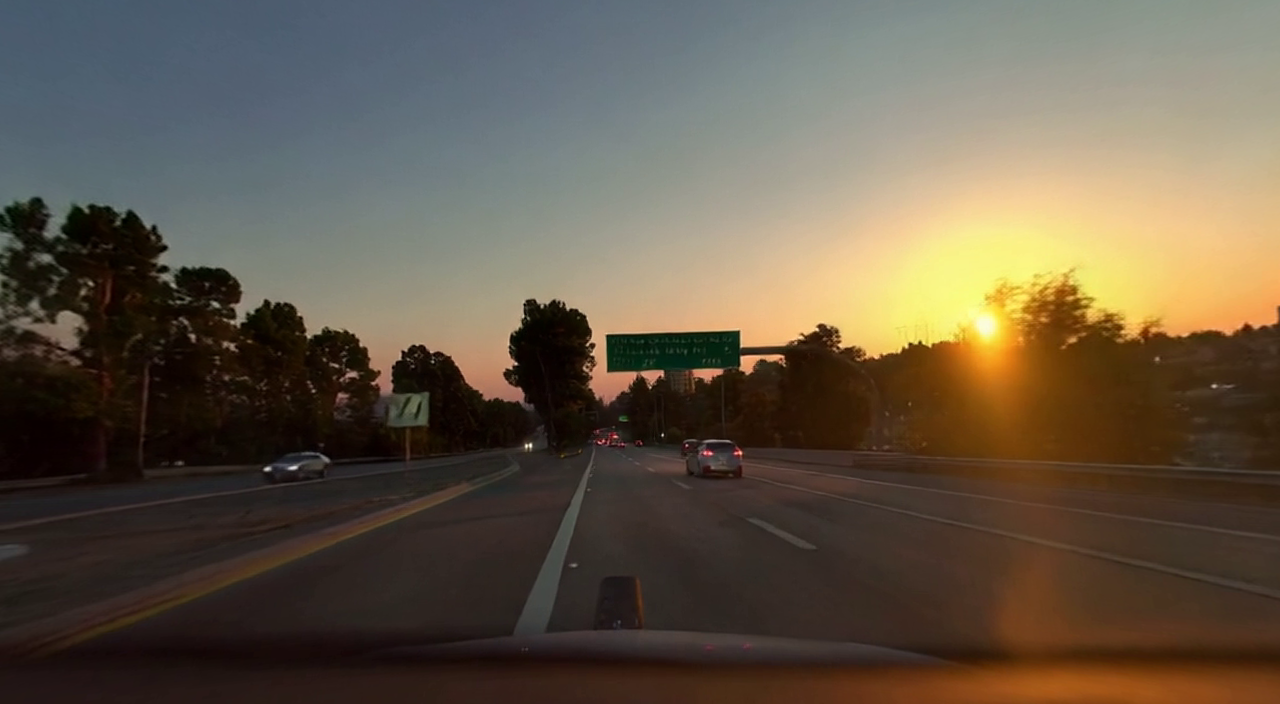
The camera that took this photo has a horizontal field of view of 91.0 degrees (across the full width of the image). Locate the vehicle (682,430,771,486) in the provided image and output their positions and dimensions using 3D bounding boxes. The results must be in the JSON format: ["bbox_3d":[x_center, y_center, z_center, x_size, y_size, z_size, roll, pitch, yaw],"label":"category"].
[{"bbox_3d":[2.813,3.610,21.706,2.066,1.683,4.675,1,-9,-5],"label":"vehicle"}]

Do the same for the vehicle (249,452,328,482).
[{"bbox_3d":[-19.880,6.480,35.856,2.059,1.509,4.608,0,-9,-4],"label":"vehicle"}]
